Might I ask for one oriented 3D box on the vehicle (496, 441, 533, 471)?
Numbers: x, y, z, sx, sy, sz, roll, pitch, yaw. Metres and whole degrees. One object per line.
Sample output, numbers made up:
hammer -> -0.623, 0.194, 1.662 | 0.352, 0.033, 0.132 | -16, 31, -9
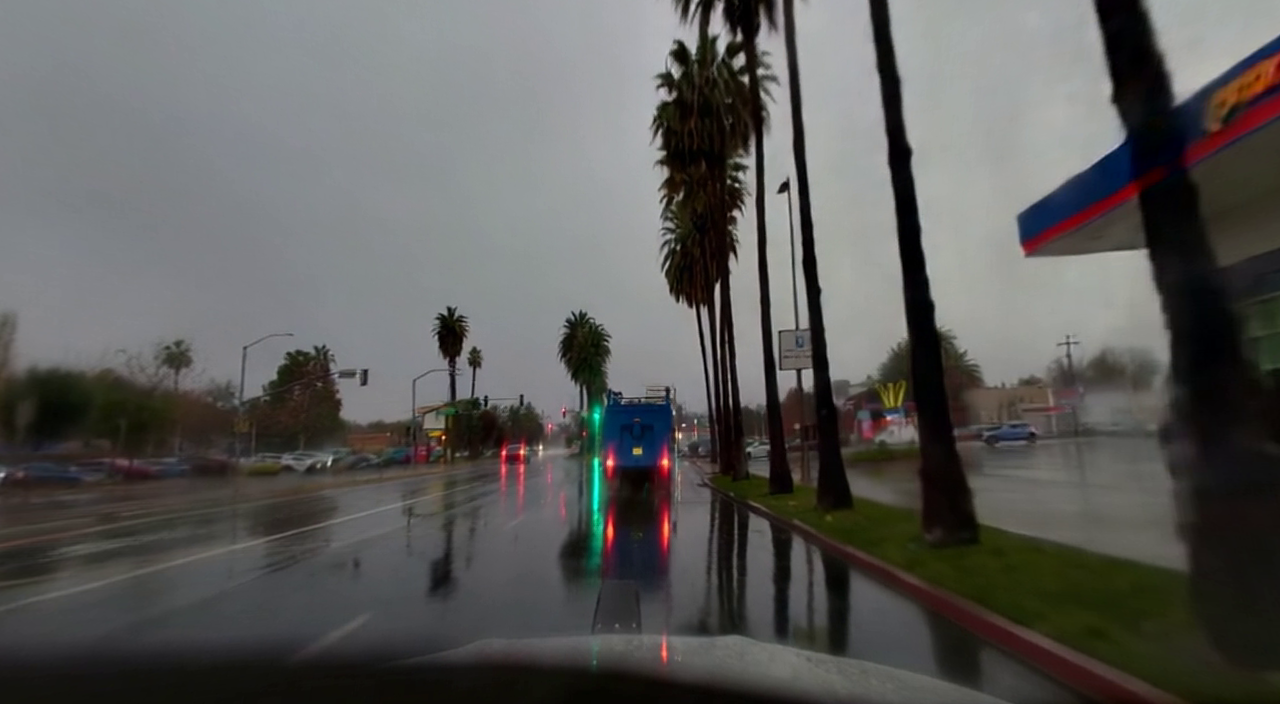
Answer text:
vehicle -> -7.592, 6.321, 38.584 | 1.997, 1.679, 4.263 | 1, -8, -9

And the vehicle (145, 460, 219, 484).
vehicle -> -31.164, 8.164, 43.164 | 1.766, 1.428, 4.337 | 0, -8, 1

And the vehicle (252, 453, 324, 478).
vehicle -> -27.645, 8.923, 49.698 | 4.583, 1.556, 1.893 | -4, -8, -1

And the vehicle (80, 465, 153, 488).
vehicle -> -35.903, 8.507, 43.421 | 1.834, 1.383, 3.707 | 0, -8, -1

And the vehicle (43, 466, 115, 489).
vehicle -> -38.183, 8.557, 43.098 | 1.713, 1.362, 3.605 | 0, -8, -2

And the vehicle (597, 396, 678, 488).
vehicle -> 0.094, 3.355, 23.506 | 2.463, 2.954, 5.938 | -1, -8, 5
